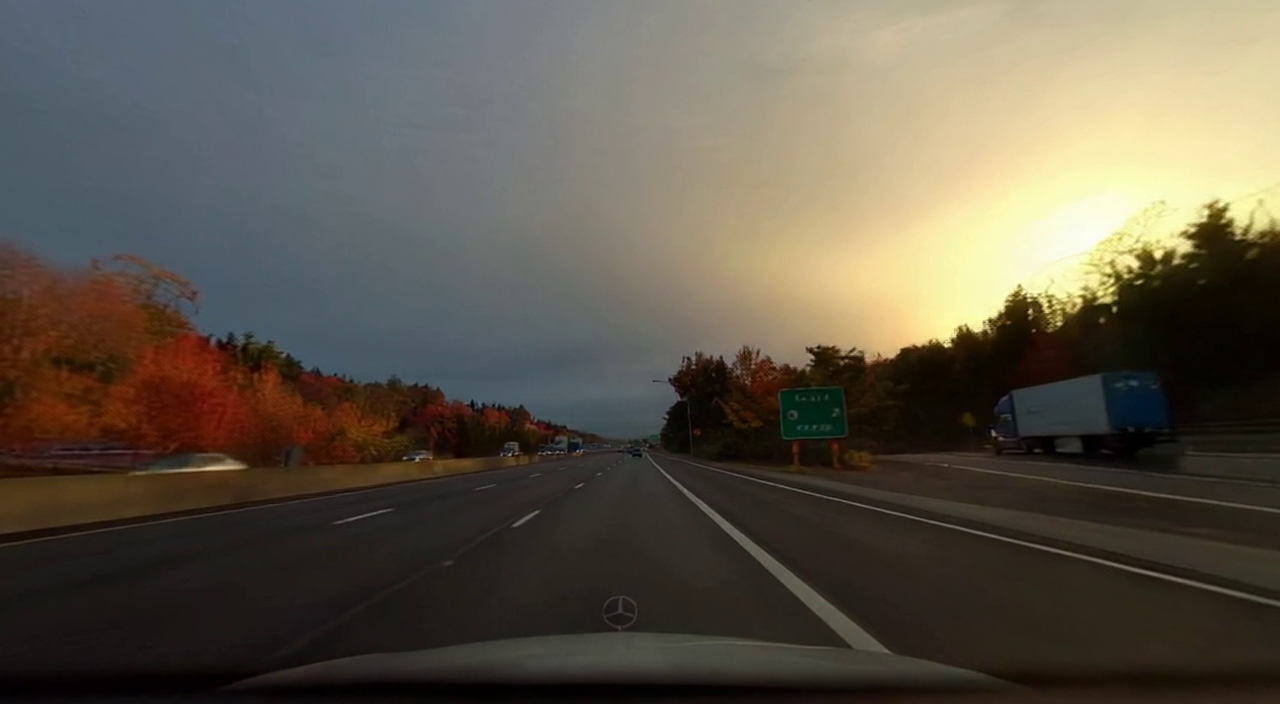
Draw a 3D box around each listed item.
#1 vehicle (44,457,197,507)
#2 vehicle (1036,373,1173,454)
[{"bbox_3d":[-17.657,4.389,21.596,1.788,1.470,3.980,-1,-9,2],"label":"vehicle"},{"bbox_3d":[26.228,3.759,36.086,2.946,4.034,8.673,-3,-9,14],"label":"vehicle"}]
